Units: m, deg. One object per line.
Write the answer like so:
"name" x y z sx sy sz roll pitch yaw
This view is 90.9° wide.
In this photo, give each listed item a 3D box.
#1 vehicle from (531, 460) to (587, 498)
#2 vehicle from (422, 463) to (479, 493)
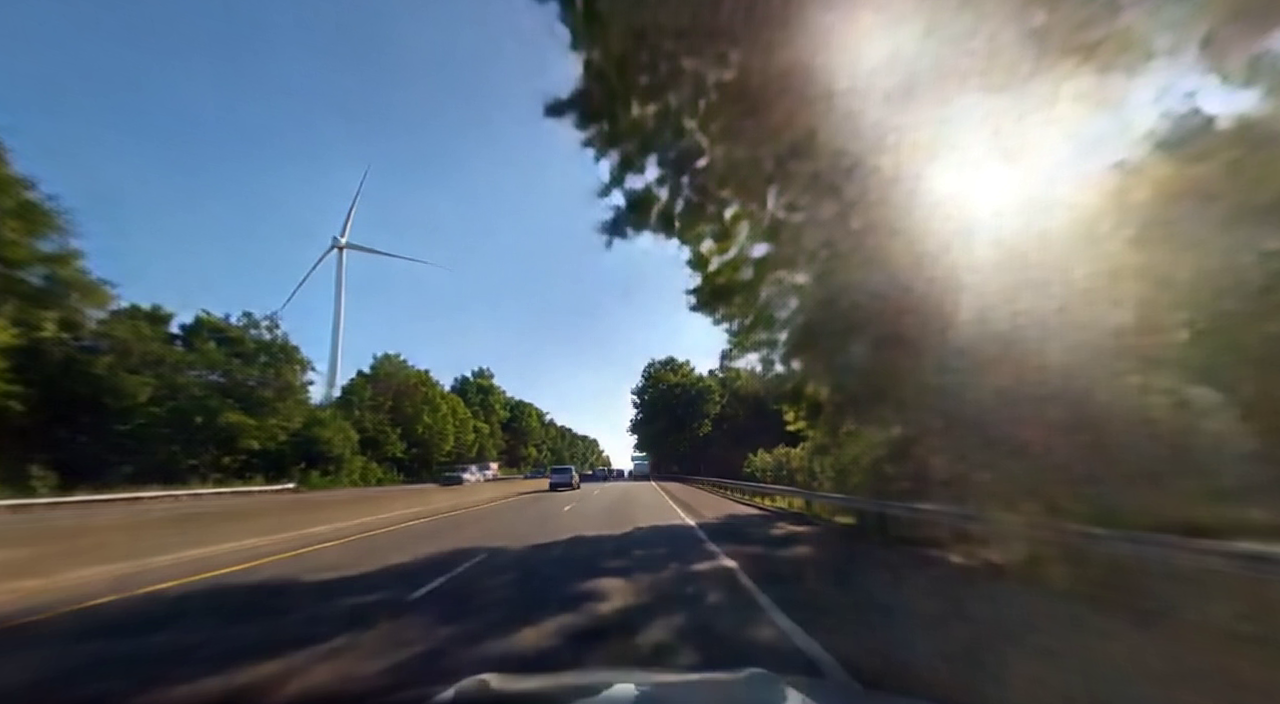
"vehicle" -3.943 6.317 31.467 2.124 1.705 4.440 1 -11 1
"vehicle" -12.497 8.343 41.906 2.064 1.818 5.180 0 -11 1
